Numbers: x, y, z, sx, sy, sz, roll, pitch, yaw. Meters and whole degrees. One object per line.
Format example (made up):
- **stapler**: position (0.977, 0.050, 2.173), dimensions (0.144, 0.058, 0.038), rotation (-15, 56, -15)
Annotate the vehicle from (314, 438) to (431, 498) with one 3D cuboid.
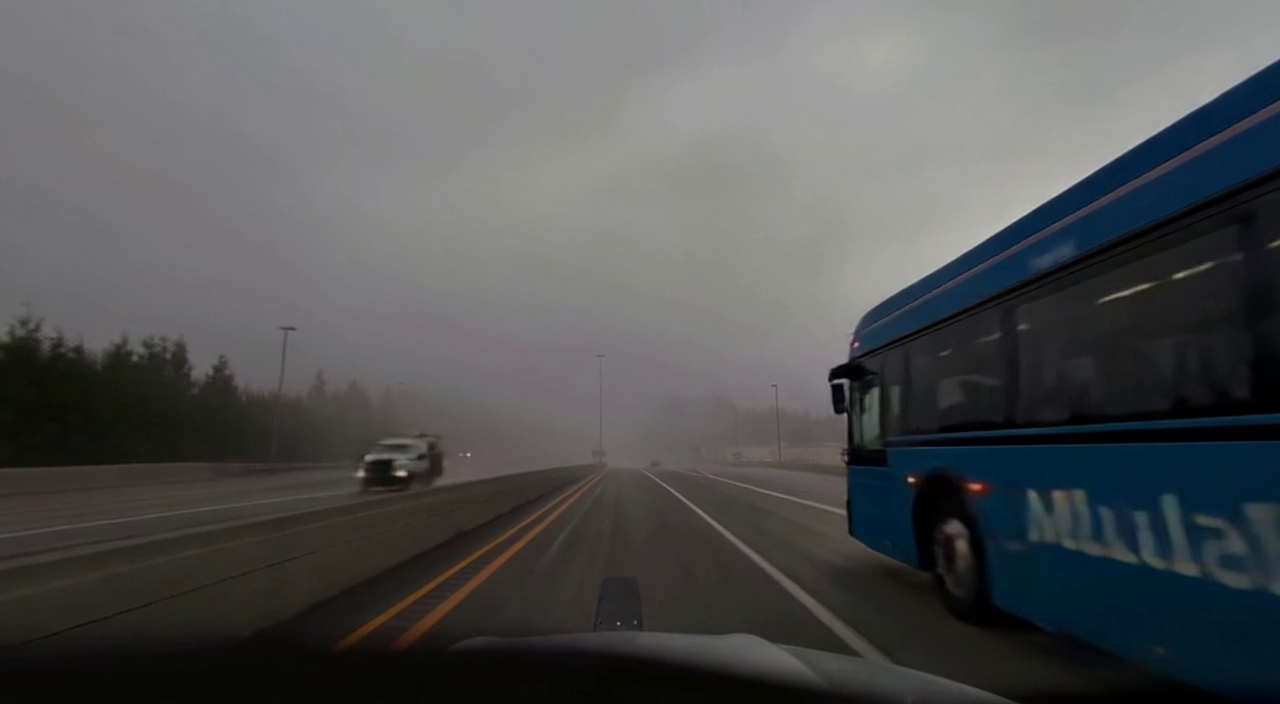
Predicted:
- **vehicle**: position (-9.036, 3.942, 21.711), dimensions (2.033, 1.845, 4.537), rotation (0, -9, 0)
